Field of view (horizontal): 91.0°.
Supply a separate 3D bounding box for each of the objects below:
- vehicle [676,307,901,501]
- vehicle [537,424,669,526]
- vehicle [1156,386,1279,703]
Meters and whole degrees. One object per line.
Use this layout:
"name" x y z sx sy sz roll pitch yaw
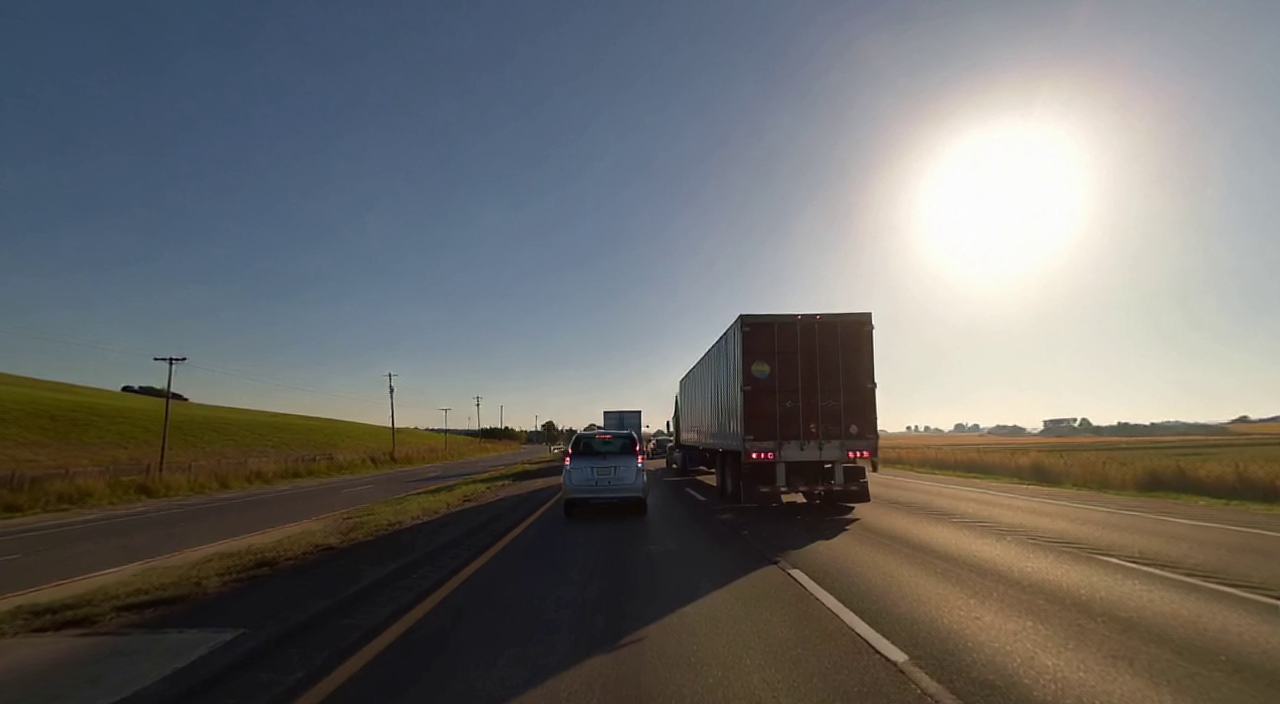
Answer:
"vehicle" 3.735 2.311 22.267 3.591 4.290 16.696 0 -8 -1
"vehicle" -0.582 2.181 11.706 2.009 1.554 4.013 0 -8 0
"vehicle" 3.546 0.635 0.701 1.960 1.515 4.713 0 -8 0
